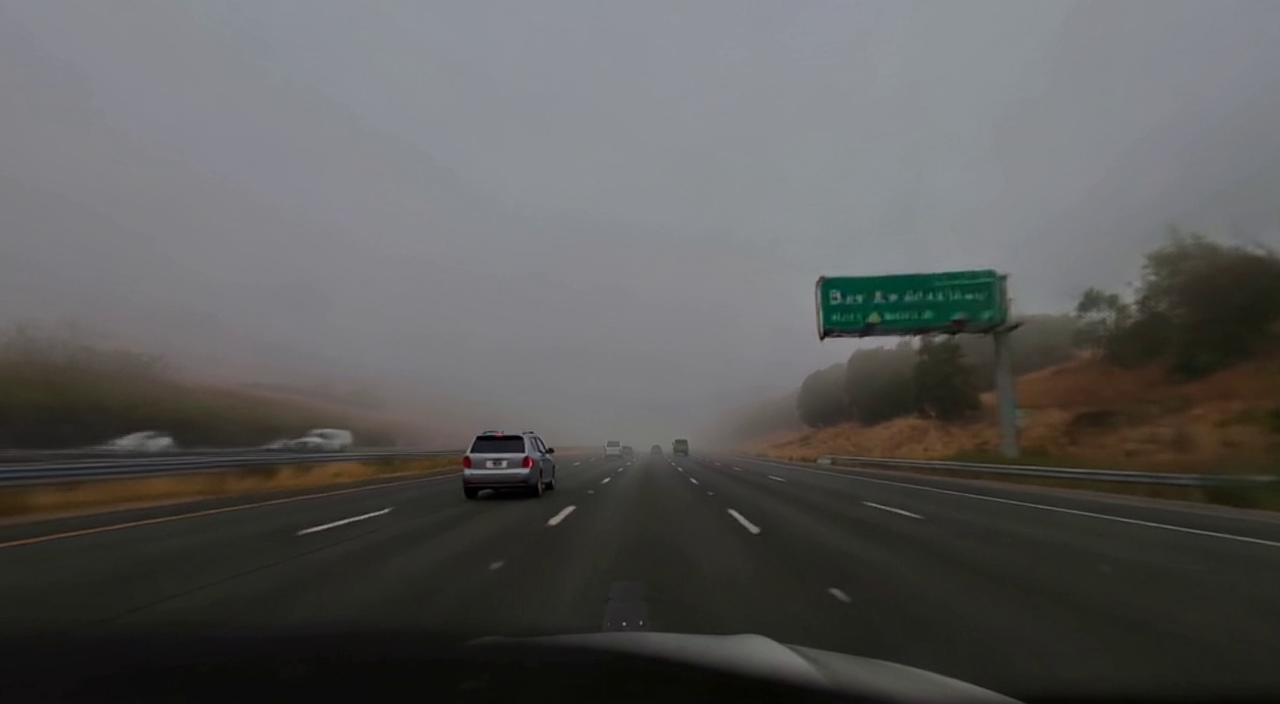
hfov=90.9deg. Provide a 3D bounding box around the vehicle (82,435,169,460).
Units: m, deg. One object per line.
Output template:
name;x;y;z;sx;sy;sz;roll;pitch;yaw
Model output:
vehicle;-32.211;6.011;39.671;1.783;1.513;4.313;0;-9;0

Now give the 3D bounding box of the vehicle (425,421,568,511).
vehicle;-3.236;2.717;15.445;2.218;1.848;4.789;0;-9;2

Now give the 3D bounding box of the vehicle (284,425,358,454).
vehicle;-23.917;6.636;47.620;2.243;1.985;6.208;0;-9;1

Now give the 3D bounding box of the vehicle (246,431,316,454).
vehicle;-28.085;7.169;49.585;2.144;1.674;5.580;0;-9;1
